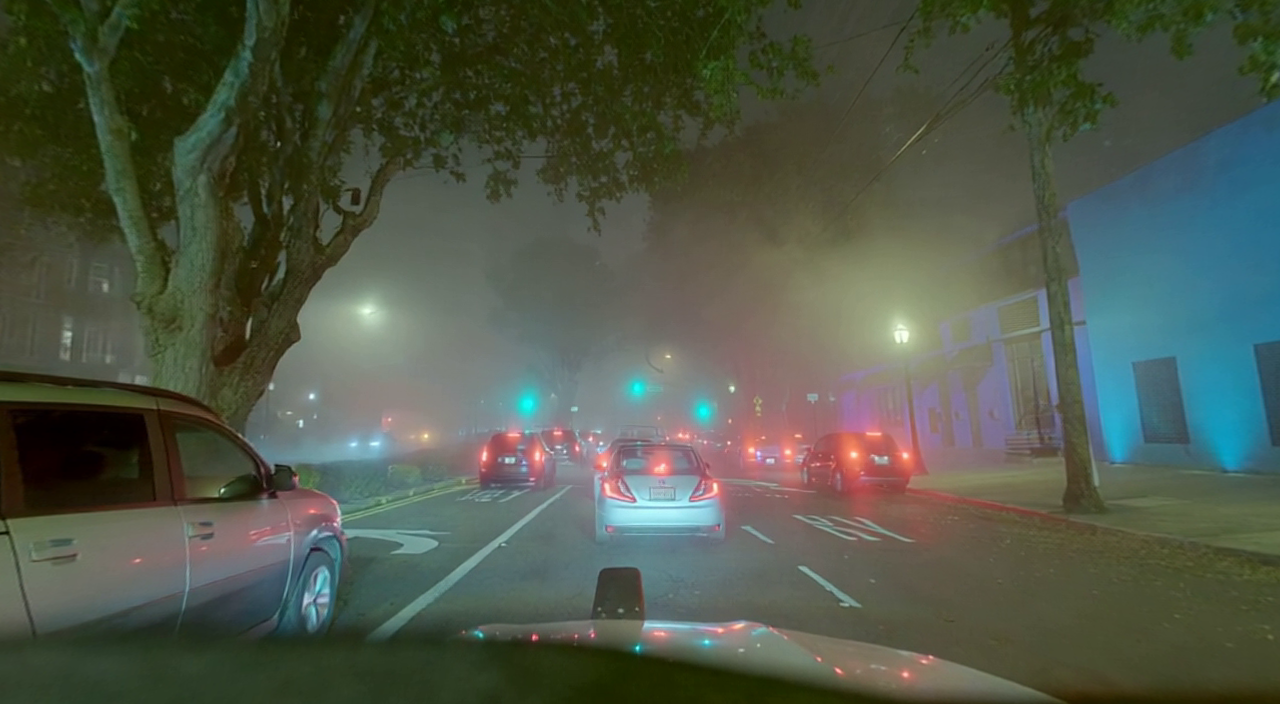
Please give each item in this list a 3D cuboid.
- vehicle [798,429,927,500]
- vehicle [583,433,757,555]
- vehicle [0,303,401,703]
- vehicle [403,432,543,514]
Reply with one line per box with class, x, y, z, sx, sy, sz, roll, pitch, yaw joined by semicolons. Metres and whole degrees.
vehicle;6.342;3.250;18.692;2.025;1.808;4.579;0;-9;-2
vehicle;0.269;1.995;9.574;2.095;1.438;3.843;0;-9;-3
vehicle;-3.268;0.932;3.392;2.152;1.802;4.628;0;-9;0
vehicle;-3.506;2.624;14.229;1.901;1.522;4.556;0;-9;0
